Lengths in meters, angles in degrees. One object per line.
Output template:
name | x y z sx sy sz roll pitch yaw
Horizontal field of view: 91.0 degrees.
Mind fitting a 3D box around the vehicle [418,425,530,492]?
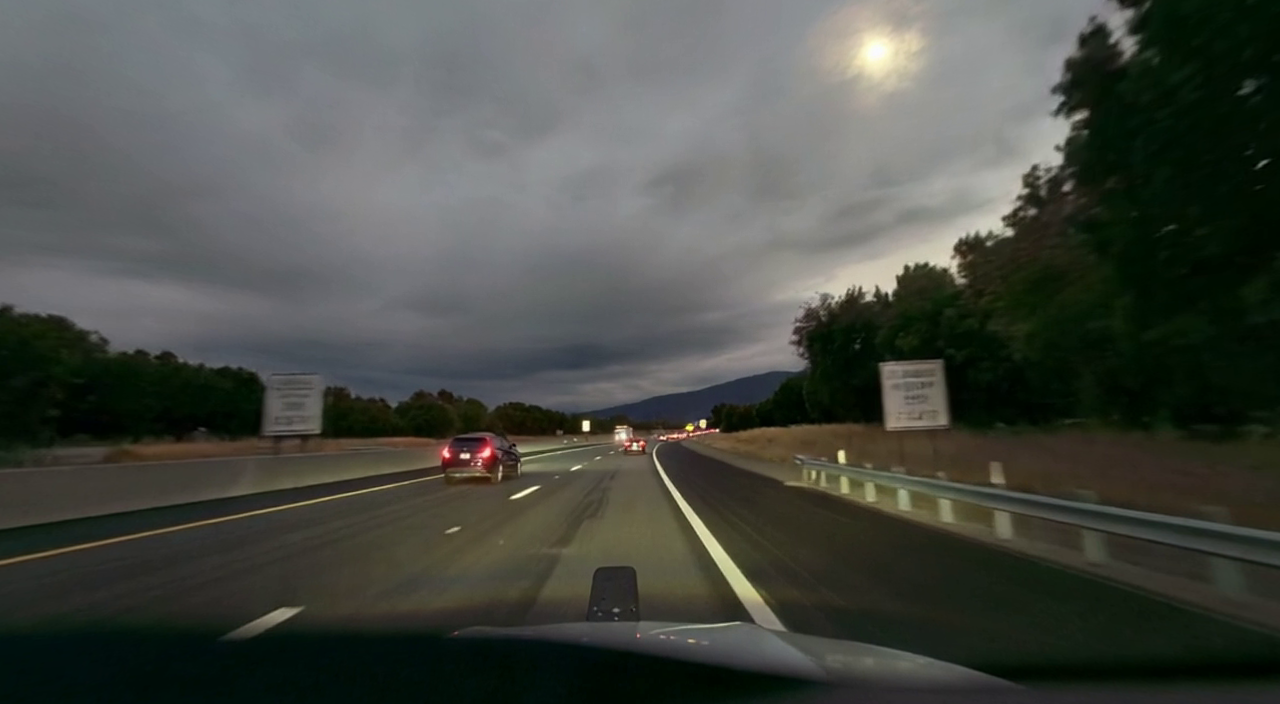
vehicle | -4.616 3.035 18.275 2.075 1.653 4.317 -1 -8 0
